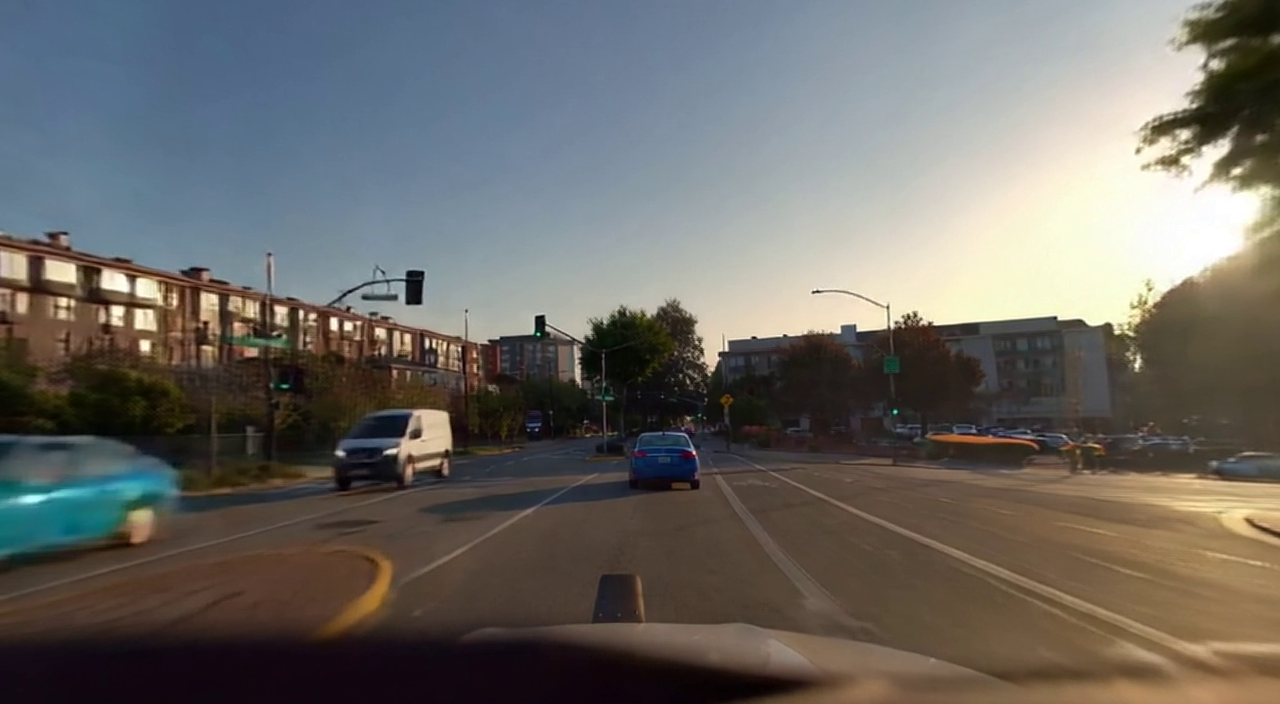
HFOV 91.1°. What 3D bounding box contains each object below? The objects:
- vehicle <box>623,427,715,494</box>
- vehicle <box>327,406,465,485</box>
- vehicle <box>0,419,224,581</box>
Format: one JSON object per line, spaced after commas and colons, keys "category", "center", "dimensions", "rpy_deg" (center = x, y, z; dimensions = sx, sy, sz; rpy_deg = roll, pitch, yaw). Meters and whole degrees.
{"category": "vehicle", "center": [0.687, 2.552, 15.460], "dimensions": [1.950, 1.401, 4.159], "rpy_deg": [0, -7, 2]}
{"category": "vehicle", "center": [-7.091, 2.755, 18.959], "dimensions": [2.310, 2.045, 4.763], "rpy_deg": [0, -7, -1]}
{"category": "vehicle", "center": [-6.957, 1.502, 6.869], "dimensions": [1.884, 1.509, 4.416], "rpy_deg": [0, -7, -2]}
